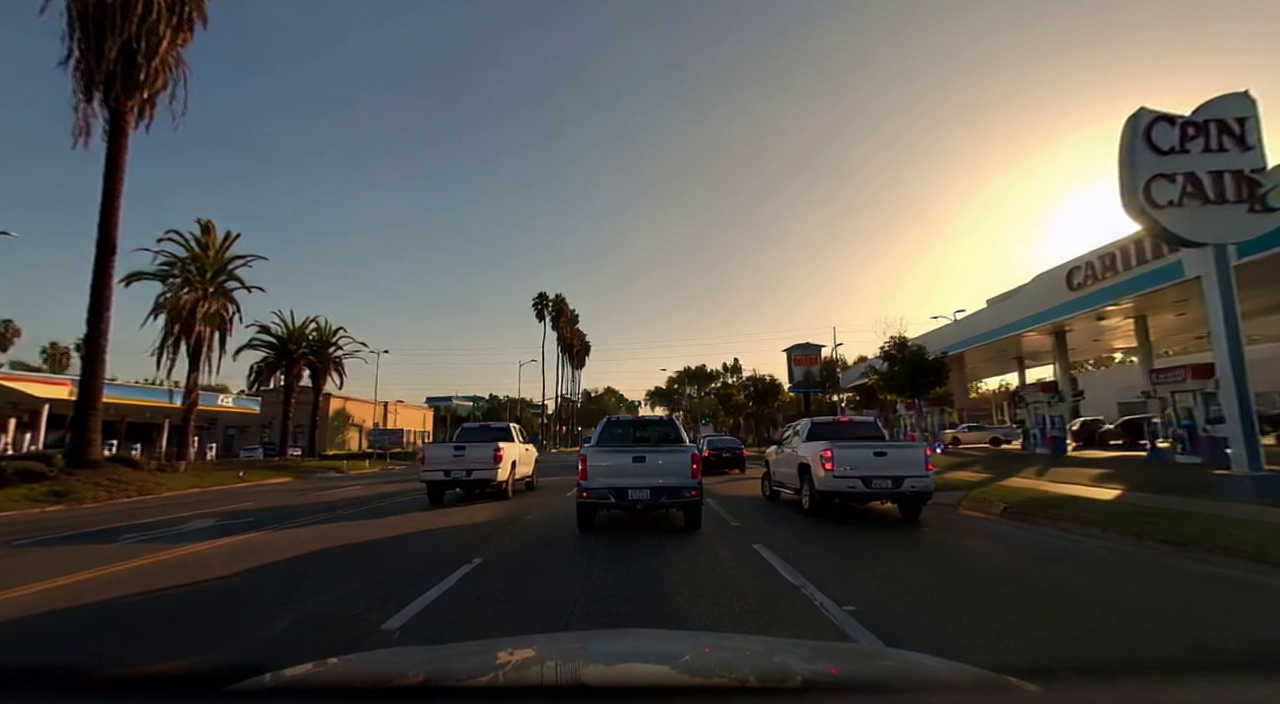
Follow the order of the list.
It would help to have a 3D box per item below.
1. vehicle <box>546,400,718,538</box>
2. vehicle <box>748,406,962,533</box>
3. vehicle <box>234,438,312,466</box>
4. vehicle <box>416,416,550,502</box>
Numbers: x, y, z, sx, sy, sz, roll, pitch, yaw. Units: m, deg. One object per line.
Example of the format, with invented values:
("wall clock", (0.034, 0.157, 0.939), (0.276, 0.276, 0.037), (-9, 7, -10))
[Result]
("vehicle", (-0.054, 1.971, 11.225), (2.295, 1.835, 5.471), (0, -8, 1))
("vehicle", (3.611, 2.114, 11.958), (2.120, 1.828, 5.531), (0, -8, 0))
("vehicle", (-29.001, 7.931, 49.981), (2.543, 2.092, 6.613), (1, -8, -4))
("vehicle", (-3.683, 2.624, 15.756), (2.071, 1.811, 4.605), (0, -8, 1))
